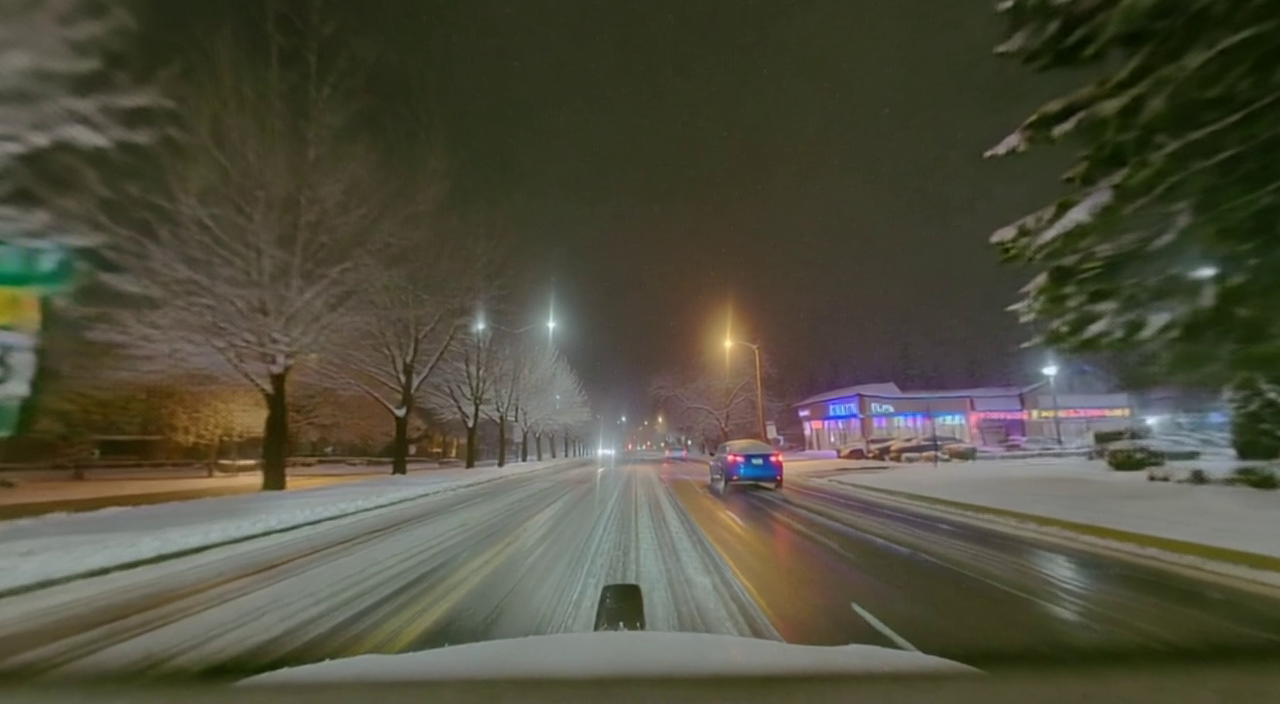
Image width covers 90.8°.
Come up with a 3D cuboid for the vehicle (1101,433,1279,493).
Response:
[{"bbox_3d":[15.075,2.868,16.603,4.236,1.430,2.139,0,-8,-1],"label":"vehicle"}]

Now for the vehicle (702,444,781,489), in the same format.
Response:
[{"bbox_3d":[3.647,4.177,23.533,2.033,1.482,4.571,0,-8,-2],"label":"vehicle"}]

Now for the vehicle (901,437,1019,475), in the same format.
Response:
[{"bbox_3d":[15.824,5.150,31.411,4.684,1.448,2.090,-4,-8,-3],"label":"vehicle"}]
